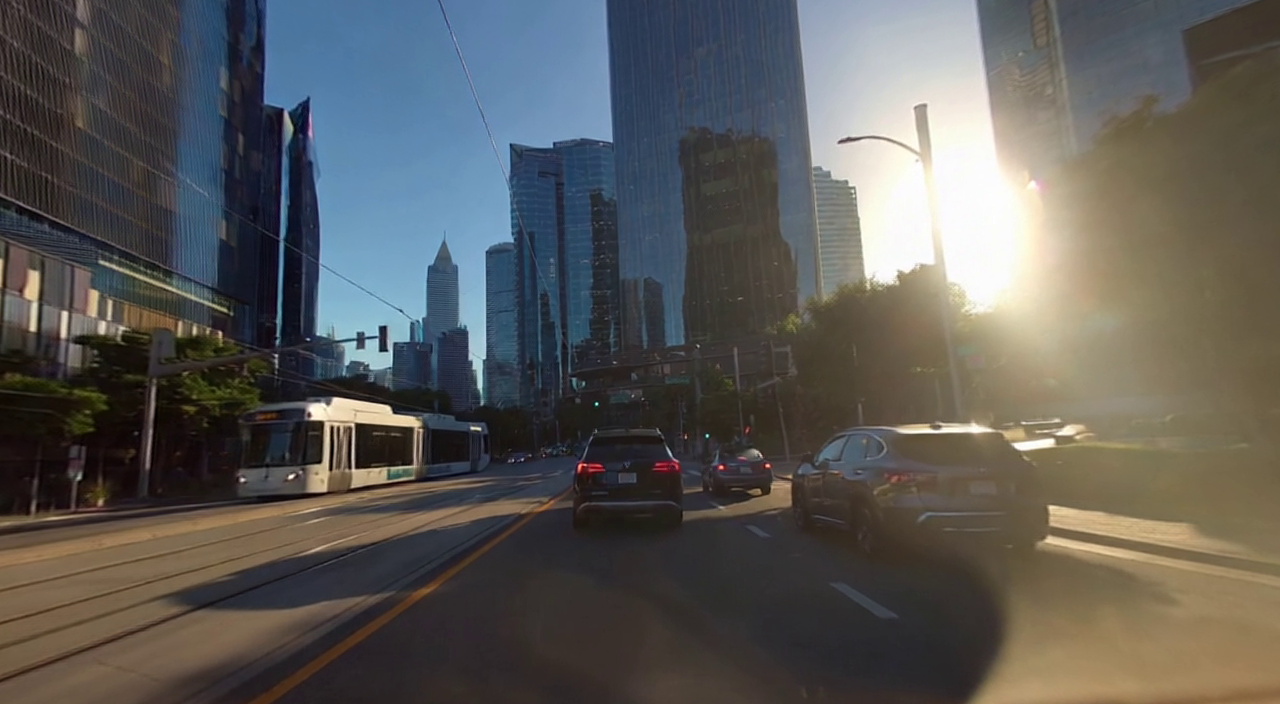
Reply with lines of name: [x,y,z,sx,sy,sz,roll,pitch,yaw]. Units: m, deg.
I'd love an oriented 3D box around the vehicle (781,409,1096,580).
vehicle: [3.572,1.795,8.823,2.029,1.717,4.624,0,-8,-1]

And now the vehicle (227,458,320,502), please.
vehicle: [-18.533,6.454,32.275,1.933,1.919,4.913,0,-8,-2]

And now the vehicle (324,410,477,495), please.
vehicle: [-10.953,4.785,30.570,3.053,3.359,10.539,0,-8,1]

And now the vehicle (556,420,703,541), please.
vehicle: [-0.206,2.225,11.590,2.178,1.779,4.255,0,-8,-2]

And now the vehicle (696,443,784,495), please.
vehicle: [3.087,3.696,20.430,1.993,1.480,4.324,0,-8,-2]
